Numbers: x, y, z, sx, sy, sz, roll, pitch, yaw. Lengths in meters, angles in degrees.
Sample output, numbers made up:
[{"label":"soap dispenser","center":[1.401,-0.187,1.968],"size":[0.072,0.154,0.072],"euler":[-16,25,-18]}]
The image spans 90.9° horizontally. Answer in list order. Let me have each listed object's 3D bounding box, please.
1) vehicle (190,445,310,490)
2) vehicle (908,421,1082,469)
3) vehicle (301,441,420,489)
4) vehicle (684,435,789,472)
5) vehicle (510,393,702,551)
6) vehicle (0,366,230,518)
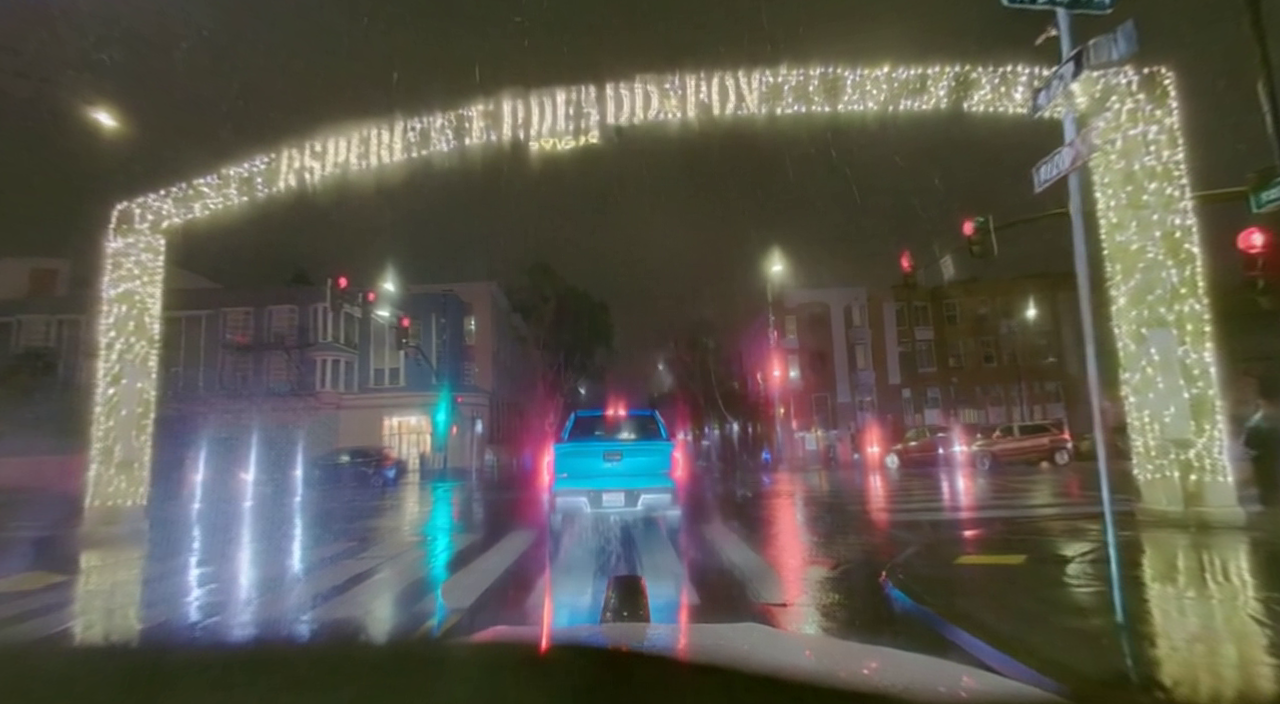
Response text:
[{"label":"vehicle","center":[-18.610,5.492,30.232],"size":[4.398,2.057,1.959],"euler":[0,-8,-1]},{"label":"vehicle","center":[11.620,3.078,20.842],"size":[4.600,1.506,1.878],"euler":[0,-8,-1]},{"label":"vehicle","center":[-13.265,5.355,30.128],"size":[4.799,1.909,2.011],"euler":[-3,-7,2]},{"label":"vehicle","center":[4.304,4.607,28.639],"size":[4.515,1.583,1.920],"euler":[-1,-8,3]},{"label":"vehicle","center":[-0.674,1.960,11.043],"size":[2.477,2.020,5.534],"euler":[1,-8,-5]},{"label":"vehicle","center":[-21.943,3.019,21.212],"size":[13.729,4.662,3.300],"euler":[0,-8,0]}]
